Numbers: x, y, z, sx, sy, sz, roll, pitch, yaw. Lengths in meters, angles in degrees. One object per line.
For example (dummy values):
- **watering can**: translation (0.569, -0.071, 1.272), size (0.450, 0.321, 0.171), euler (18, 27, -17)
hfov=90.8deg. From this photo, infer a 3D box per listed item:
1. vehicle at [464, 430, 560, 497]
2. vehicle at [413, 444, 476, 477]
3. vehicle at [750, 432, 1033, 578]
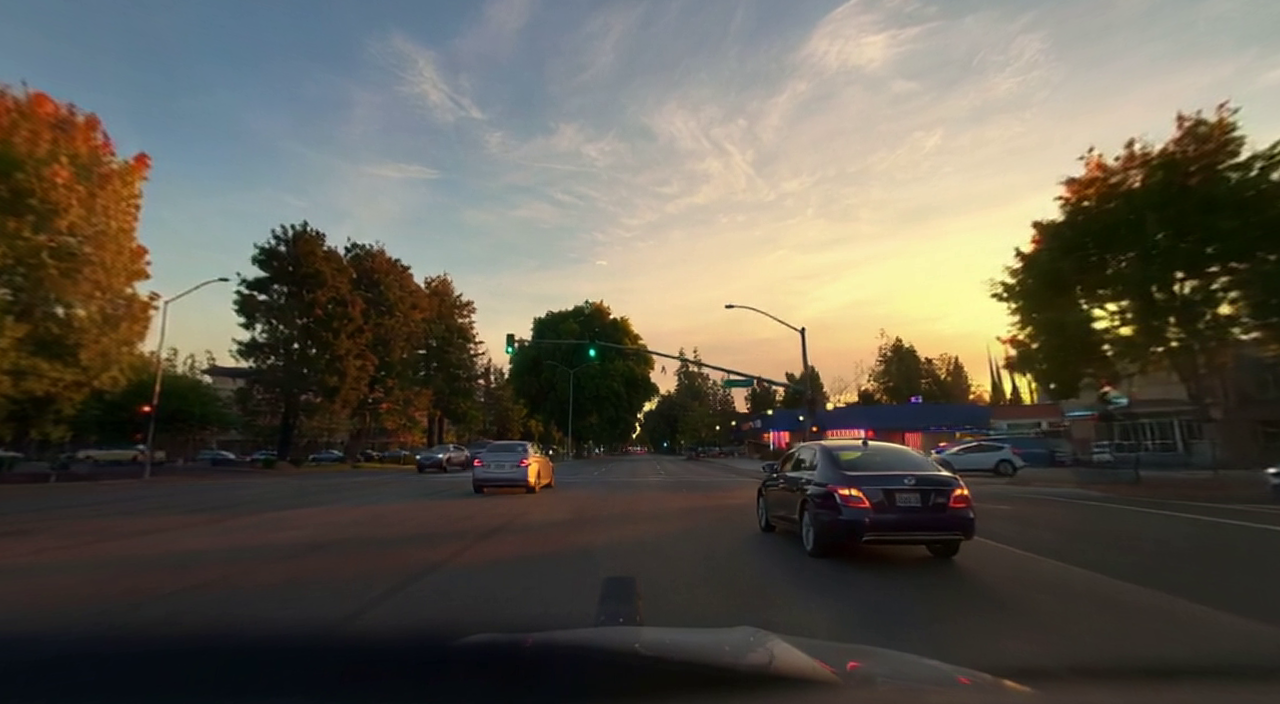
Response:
- **vehicle**: translation (-3.778, 3.397, 19.556), size (1.997, 1.806, 4.500), euler (0, -9, 0)
- **vehicle**: translation (-10.279, 5.716, 33.621), size (1.942, 1.576, 4.567), euler (-1, -9, 0)
- **vehicle**: translation (3.078, 1.973, 9.096), size (1.975, 1.502, 4.787), euler (0, -9, -2)
